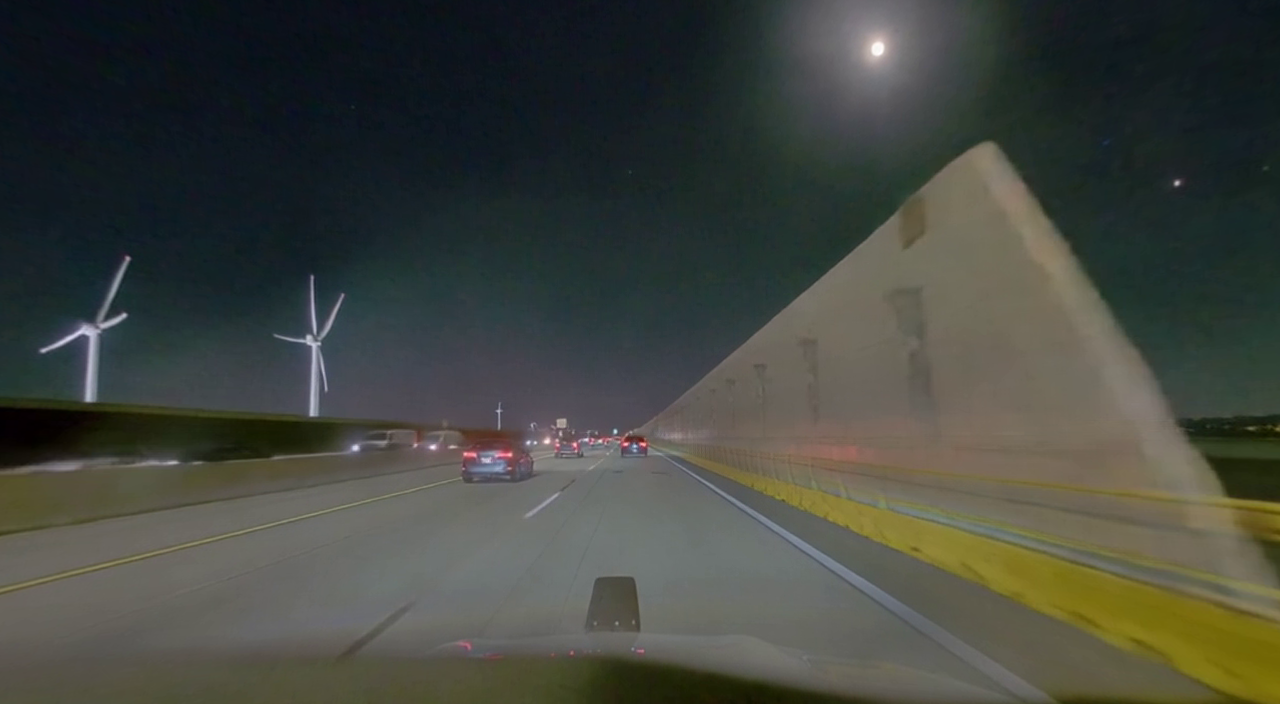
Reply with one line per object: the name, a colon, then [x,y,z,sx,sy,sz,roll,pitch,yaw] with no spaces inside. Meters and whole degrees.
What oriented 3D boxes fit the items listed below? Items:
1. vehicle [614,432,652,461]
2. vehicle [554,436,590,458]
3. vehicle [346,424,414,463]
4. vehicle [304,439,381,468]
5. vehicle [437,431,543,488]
vehicle: [-0.421,5.411,36.145,2.027,1.550,3.607,0,-8,-1]
vehicle: [-4.587,6.450,43.082,2.059,1.436,3.802,0,-8,-1]
vehicle: [-18.293,6.460,44.676,2.522,2.584,5.381,0,-8,0]
vehicle: [-18.081,6.151,38.627,2.374,1.628,4.917,0,-8,-1]
vehicle: [-4.261,3.105,18.725,1.998,1.468,4.635,0,-8,0]
